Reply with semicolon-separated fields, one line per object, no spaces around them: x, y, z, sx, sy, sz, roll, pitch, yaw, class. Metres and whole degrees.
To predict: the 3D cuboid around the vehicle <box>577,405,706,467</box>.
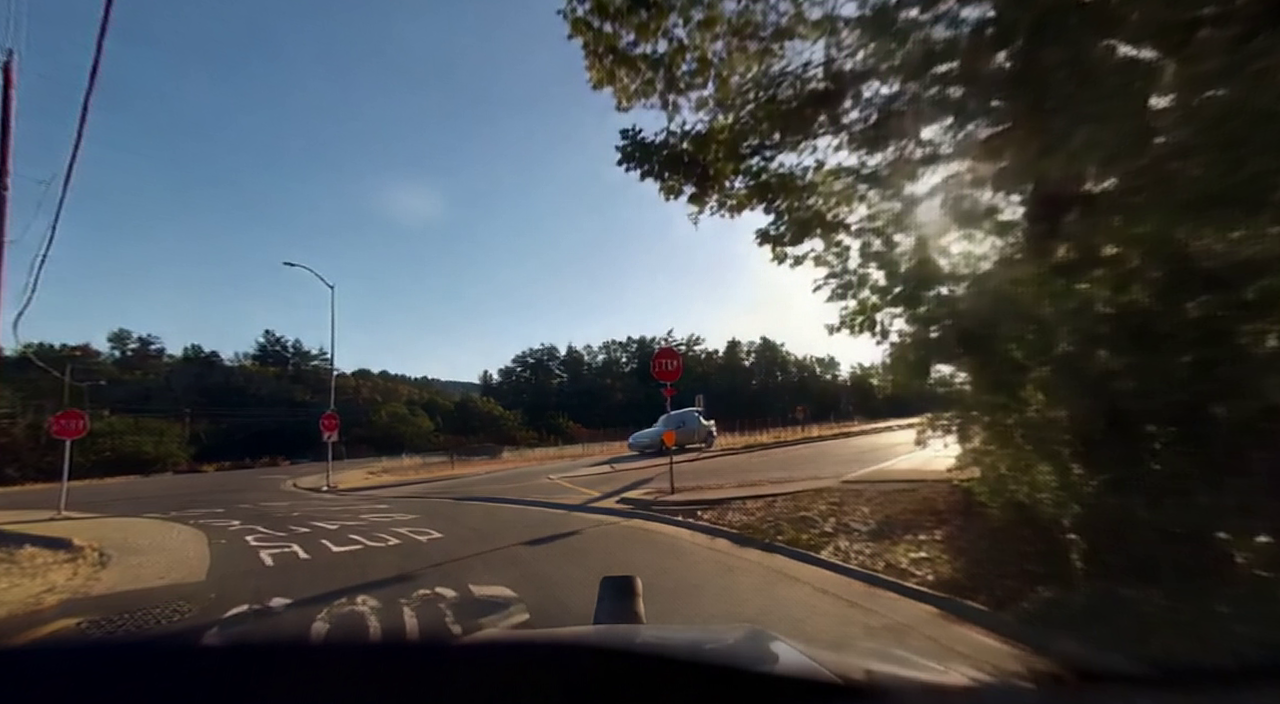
0.134;3.039;22.902;4.403;1.574;1.914;-4;-5;-42;vehicle
